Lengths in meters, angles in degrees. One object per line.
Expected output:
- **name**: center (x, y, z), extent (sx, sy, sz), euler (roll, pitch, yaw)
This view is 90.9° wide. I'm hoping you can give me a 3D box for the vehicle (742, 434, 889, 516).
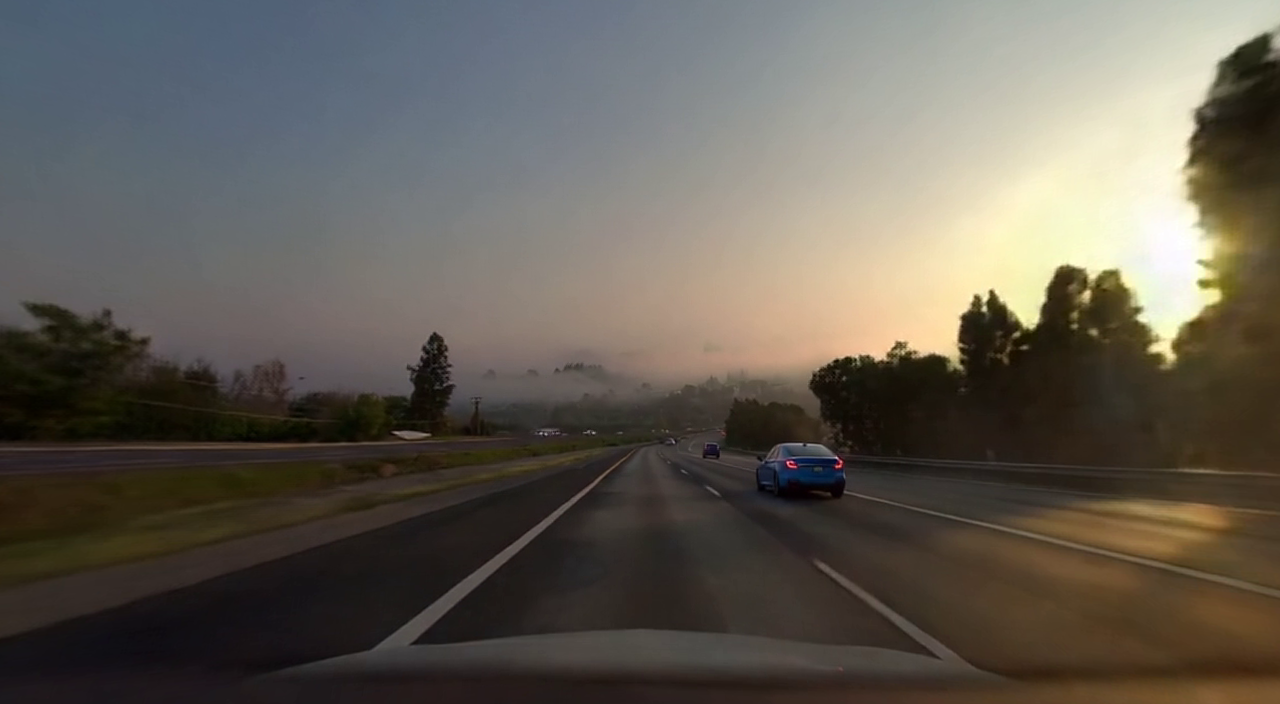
- **vehicle**: center (3.694, 2.687, 14.221), extent (2.050, 1.546, 4.344), euler (0, -9, 0)
